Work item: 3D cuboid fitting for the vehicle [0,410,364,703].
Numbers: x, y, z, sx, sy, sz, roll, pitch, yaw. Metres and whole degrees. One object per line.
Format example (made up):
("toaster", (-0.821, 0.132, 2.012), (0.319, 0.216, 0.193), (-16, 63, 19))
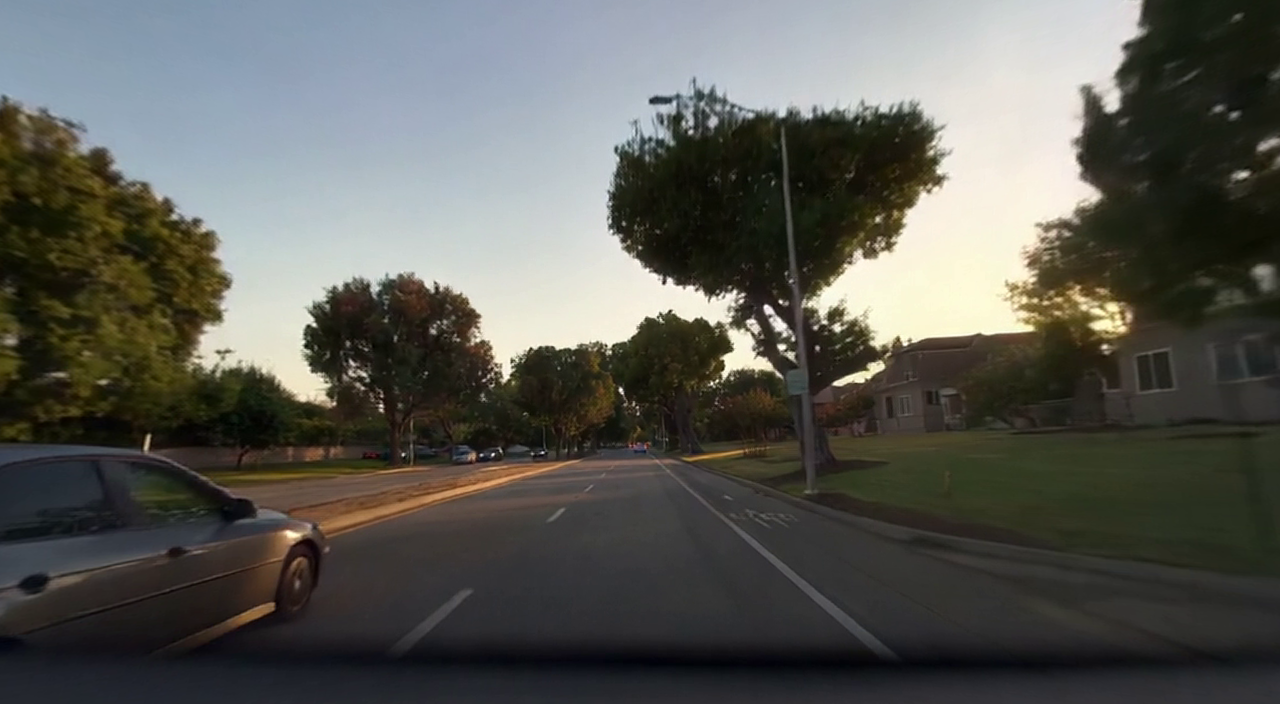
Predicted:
("vehicle", (-3.316, 1.032, 2.767), (2.020, 1.478, 4.890), (0, -8, 0))
